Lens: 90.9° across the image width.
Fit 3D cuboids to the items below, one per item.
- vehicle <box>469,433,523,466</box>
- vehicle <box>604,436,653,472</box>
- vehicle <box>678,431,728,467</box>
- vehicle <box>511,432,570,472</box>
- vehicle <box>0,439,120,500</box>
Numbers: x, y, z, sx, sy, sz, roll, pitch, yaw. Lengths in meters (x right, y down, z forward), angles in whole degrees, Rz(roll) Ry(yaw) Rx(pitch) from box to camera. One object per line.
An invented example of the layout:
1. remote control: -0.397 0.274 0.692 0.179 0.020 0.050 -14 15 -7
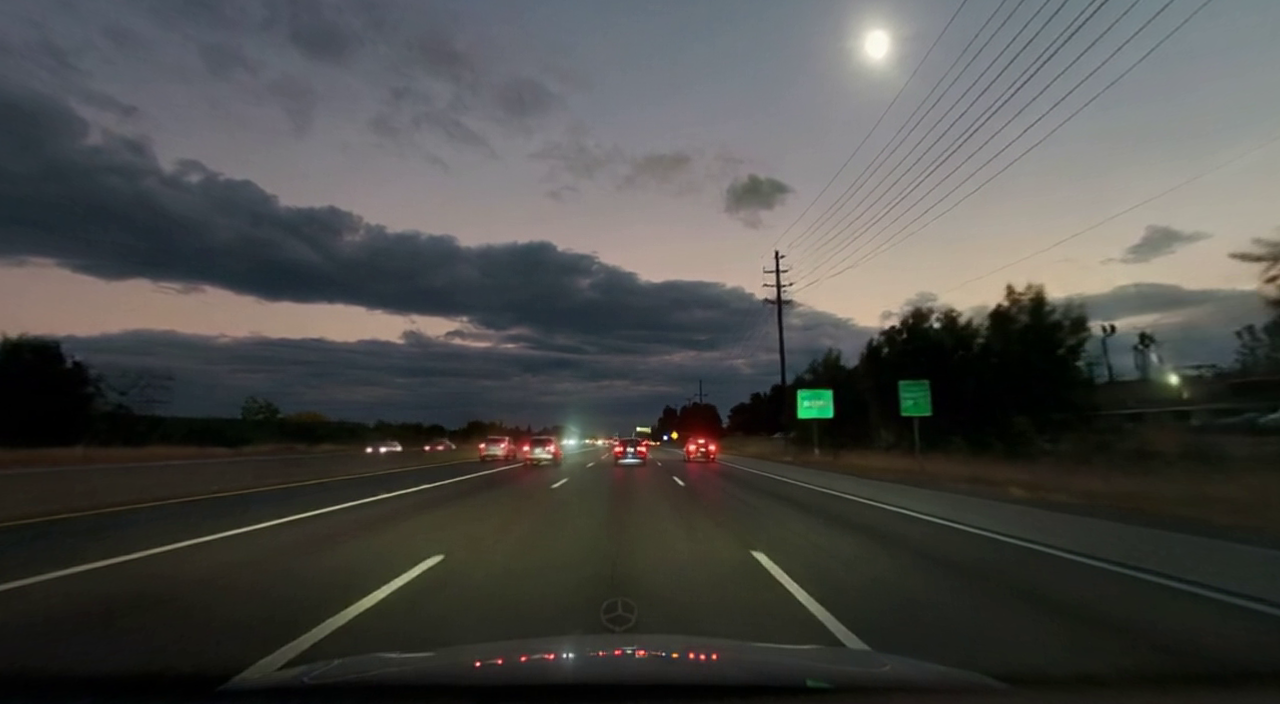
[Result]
1. vehicle: -7.708 5.263 34.245 1.980 1.678 4.255 0 -8 -1
2. vehicle: -0.512 4.508 28.237 2.086 1.488 3.440 0 -8 -1
3. vehicle: 3.197 5.004 32.748 1.950 1.695 4.446 0 -8 -2
4. vehicle: -4.383 4.463 28.497 1.901 1.601 4.610 0 -8 0
5. vehicle: -15.989 2.977 16.265 1.724 1.404 4.047 0 -8 -1
